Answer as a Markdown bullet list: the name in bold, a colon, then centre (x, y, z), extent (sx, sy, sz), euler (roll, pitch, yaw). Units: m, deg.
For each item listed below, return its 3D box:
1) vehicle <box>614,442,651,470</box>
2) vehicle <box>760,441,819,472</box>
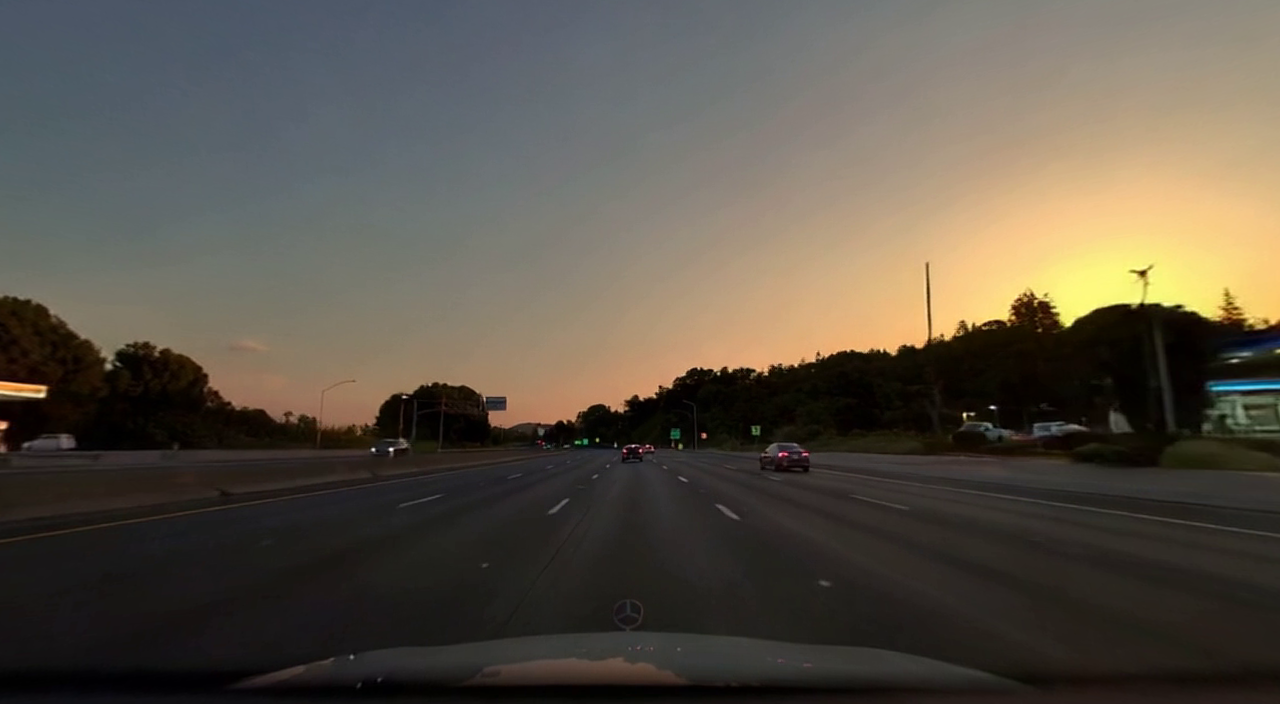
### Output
- **vehicle**: centre (-0.453, 5.912, 36.175), extent (1.999, 1.473, 4.351), euler (0, -8, -1)
- **vehicle**: centre (7.503, 5.296, 32.146), extent (1.867, 1.463, 4.295), euler (0, -8, -1)
